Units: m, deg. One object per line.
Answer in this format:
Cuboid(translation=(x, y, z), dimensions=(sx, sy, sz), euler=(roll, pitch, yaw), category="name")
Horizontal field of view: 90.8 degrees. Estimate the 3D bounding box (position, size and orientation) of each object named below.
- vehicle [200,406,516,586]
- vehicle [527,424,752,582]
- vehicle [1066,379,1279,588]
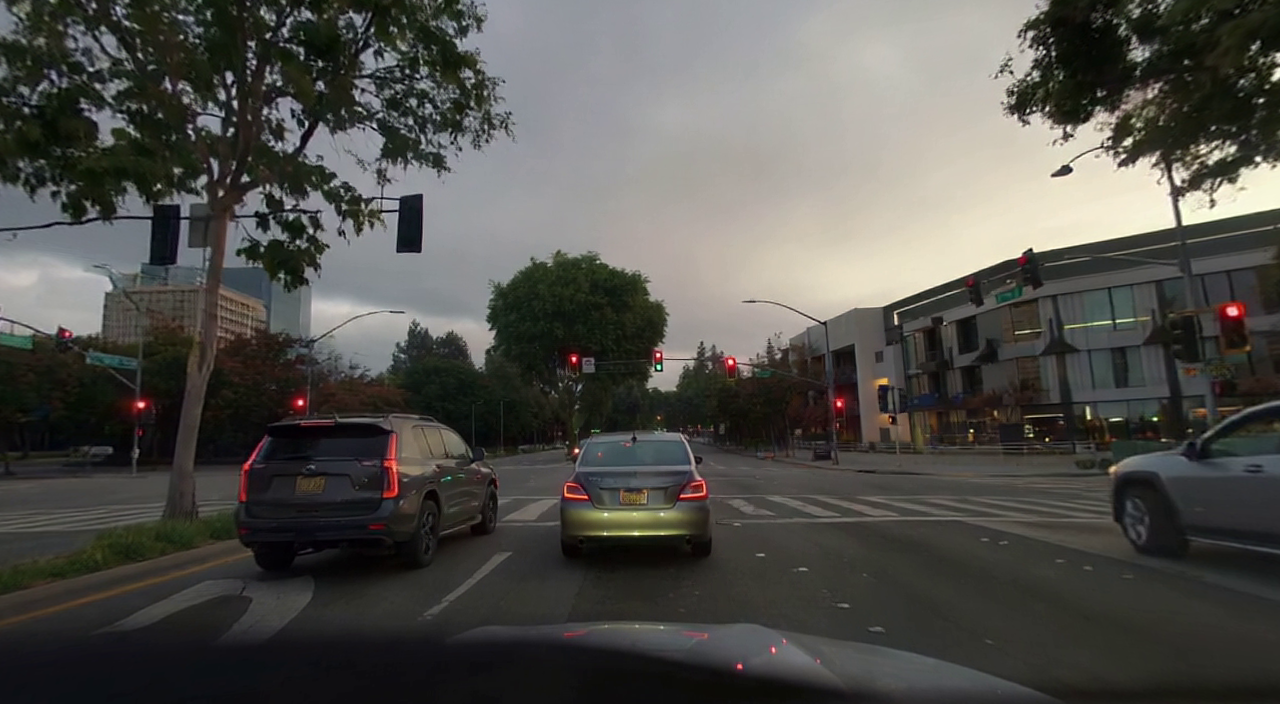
Cuboid(translation=(-3.167, 1.717, 8.387), dimensions=(2.081, 1.719, 4.434), euler=(0, -8, 1), category="vehicle")
Cuboid(translation=(0.016, 1.765, 8.157), dimensions=(2.190, 1.522, 3.850), euler=(0, -8, 1), category="vehicle")
Cuboid(translation=(6.715, 1.181, 5.685), dimensions=(2.079, 1.828, 5.323), euler=(0, -8, 1), category="vehicle")
